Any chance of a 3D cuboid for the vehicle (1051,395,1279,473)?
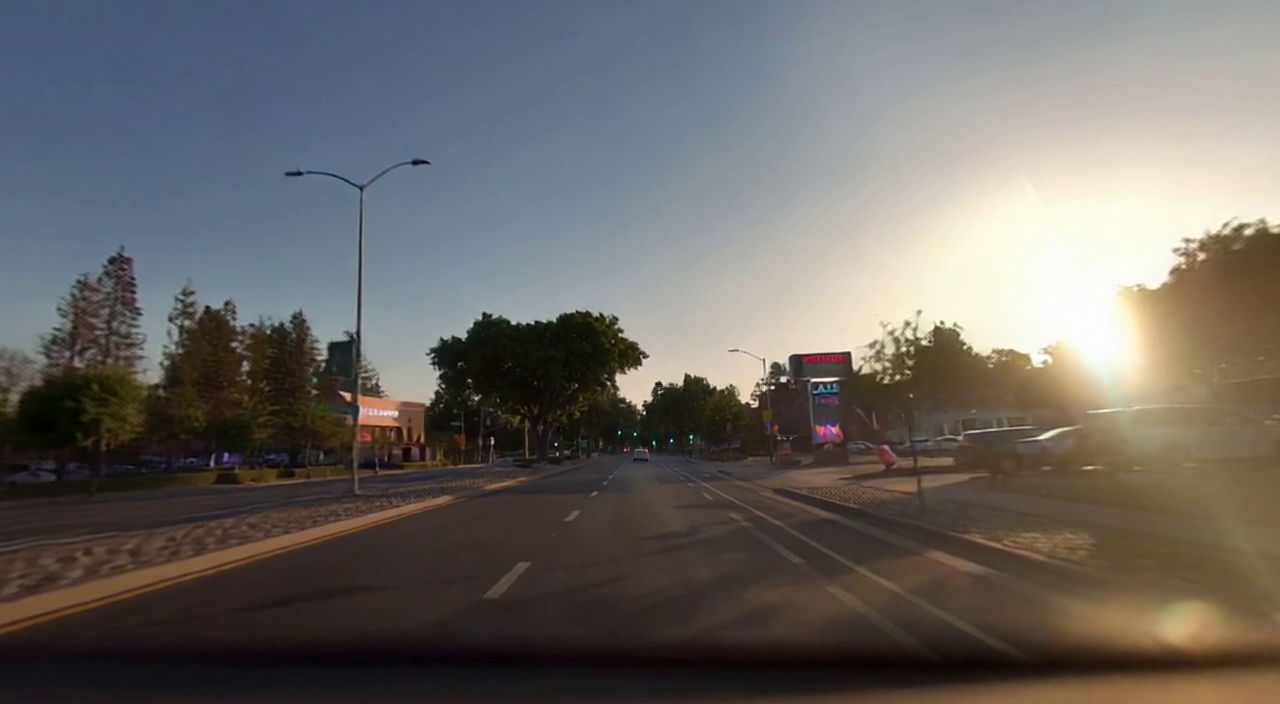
[{"bbox_3d":[13.964,2.210,16.934,4.514,1.929,1.991,0,-8,-4],"label":"vehicle"}]
